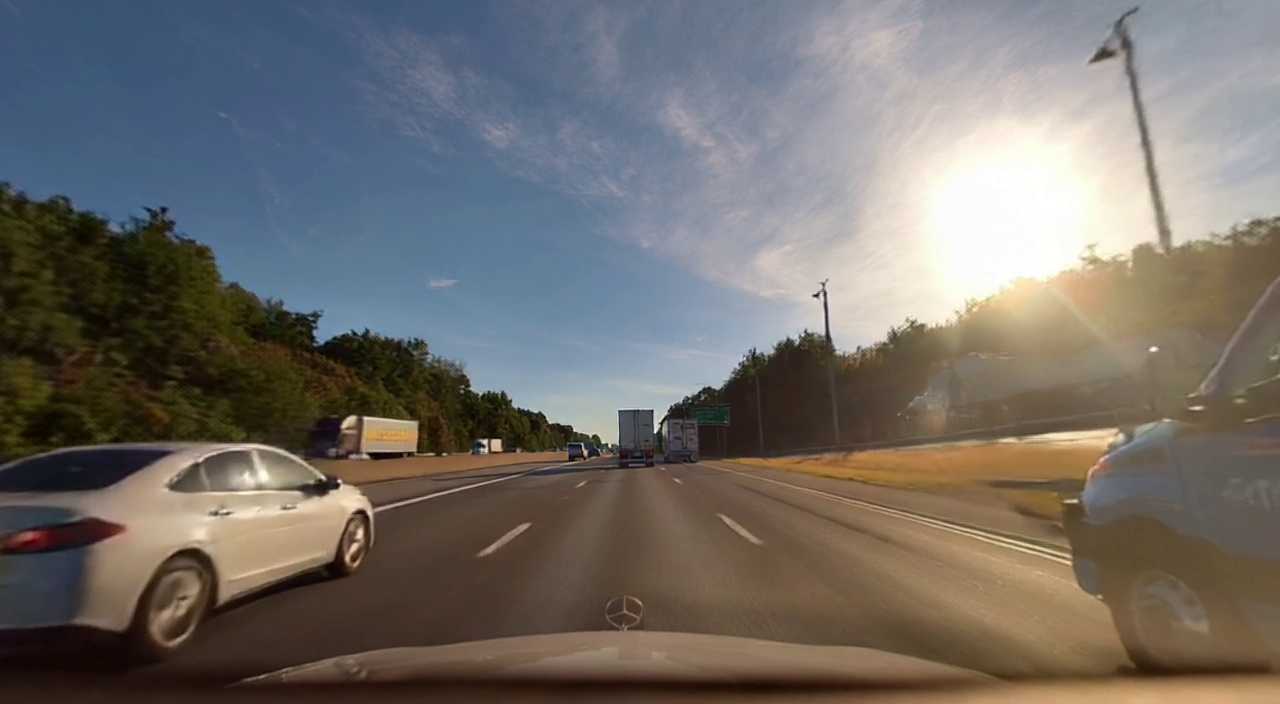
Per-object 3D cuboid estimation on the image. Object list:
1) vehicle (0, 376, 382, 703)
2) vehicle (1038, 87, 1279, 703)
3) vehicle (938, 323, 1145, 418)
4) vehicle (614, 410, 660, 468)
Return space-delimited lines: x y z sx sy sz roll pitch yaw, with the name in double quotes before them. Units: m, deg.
"vehicle" -3.818 1.193 4.330 2.175 1.646 4.525 0 -9 0
"vehicle" 3.632 0.083 0.622 2.338 2.690 6.025 0 -9 -1
"vehicle" 25.409 1.794 41.971 2.982 3.944 15.603 -4 -10 -2
"vehicle" -0.208 6.868 49.335 3.201 4.019 10.918 0 -9 0
